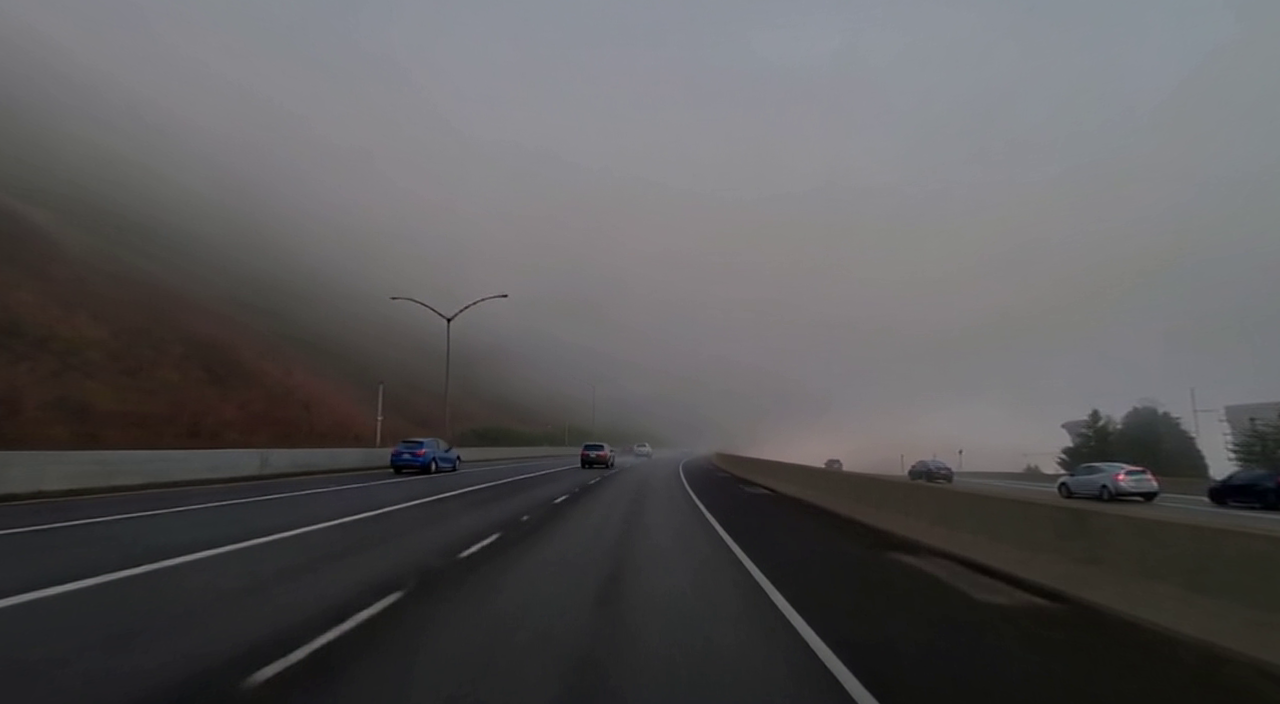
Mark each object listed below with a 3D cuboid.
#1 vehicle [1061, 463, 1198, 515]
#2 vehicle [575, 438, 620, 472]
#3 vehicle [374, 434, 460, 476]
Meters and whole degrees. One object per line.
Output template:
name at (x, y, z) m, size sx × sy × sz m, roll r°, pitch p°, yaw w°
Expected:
vehicle at (17.994, 5.022, 23.522) m, size 1.786 × 1.559 × 4.496 m, roll -1°, pitch -8°, yaw 5°
vehicle at (-2.377, 5.866, 36.083) m, size 2.028 × 1.782 × 4.150 m, roll -1°, pitch -8°, yaw 4°
vehicle at (-10.058, 4.701, 28.910) m, size 2.039 × 1.746 × 4.528 m, roll -1°, pitch -8°, yaw 4°
